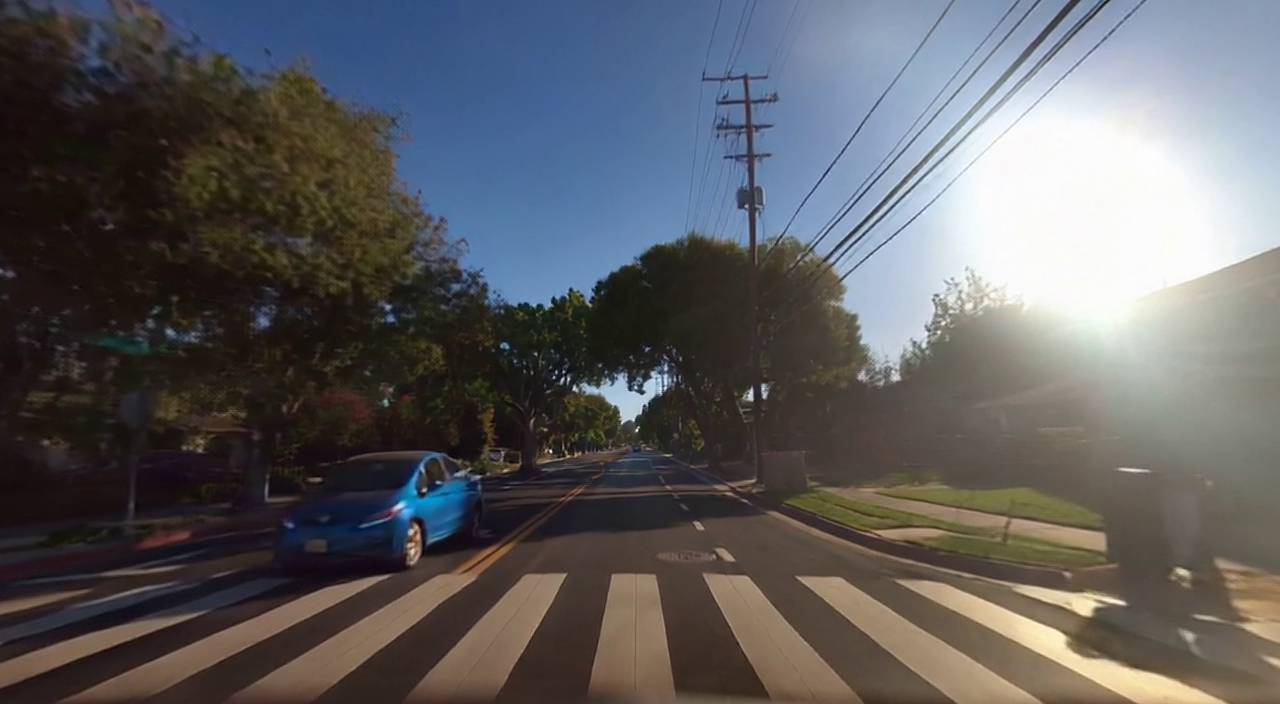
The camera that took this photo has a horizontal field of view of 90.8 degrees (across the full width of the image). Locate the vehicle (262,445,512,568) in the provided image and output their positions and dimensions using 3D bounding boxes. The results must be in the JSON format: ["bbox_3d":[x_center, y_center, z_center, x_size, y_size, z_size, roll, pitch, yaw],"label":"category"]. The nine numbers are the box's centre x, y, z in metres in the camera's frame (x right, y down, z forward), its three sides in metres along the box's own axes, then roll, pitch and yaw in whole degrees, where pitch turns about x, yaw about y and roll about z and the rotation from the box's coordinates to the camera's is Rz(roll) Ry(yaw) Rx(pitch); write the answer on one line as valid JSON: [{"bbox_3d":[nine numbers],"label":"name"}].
[{"bbox_3d":[-3.466,2.163,9.680,2.102,1.463,4.024,0,-8,1],"label":"vehicle"}]
